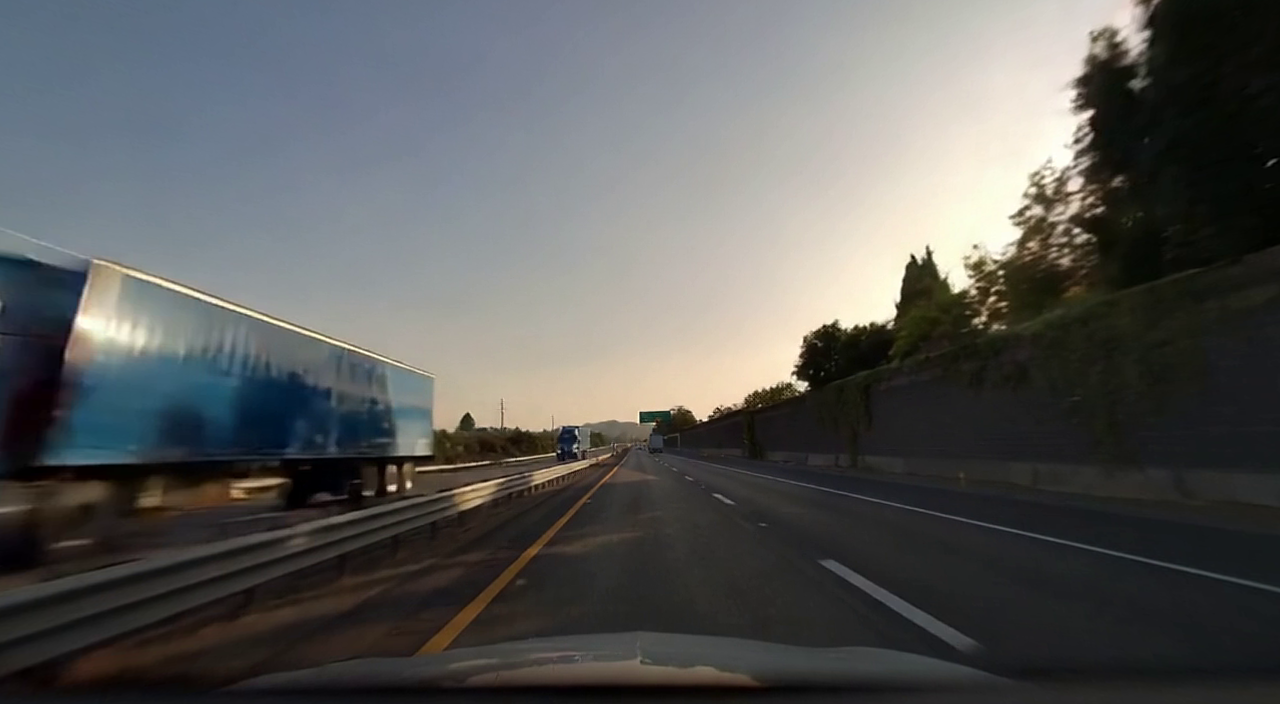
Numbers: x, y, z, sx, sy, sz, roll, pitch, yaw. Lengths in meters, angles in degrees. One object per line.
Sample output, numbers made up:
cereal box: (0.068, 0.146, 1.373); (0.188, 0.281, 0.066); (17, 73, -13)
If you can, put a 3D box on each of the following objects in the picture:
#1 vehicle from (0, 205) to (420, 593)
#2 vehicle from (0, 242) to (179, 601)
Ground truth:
vehicle: (-8.499, 1.475, 12.930); (3.008, 4.149, 13.991); (0, -9, -1)
vehicle: (-8.481, 0.673, 6.284); (3.025, 3.871, 5.988); (0, -9, -1)
